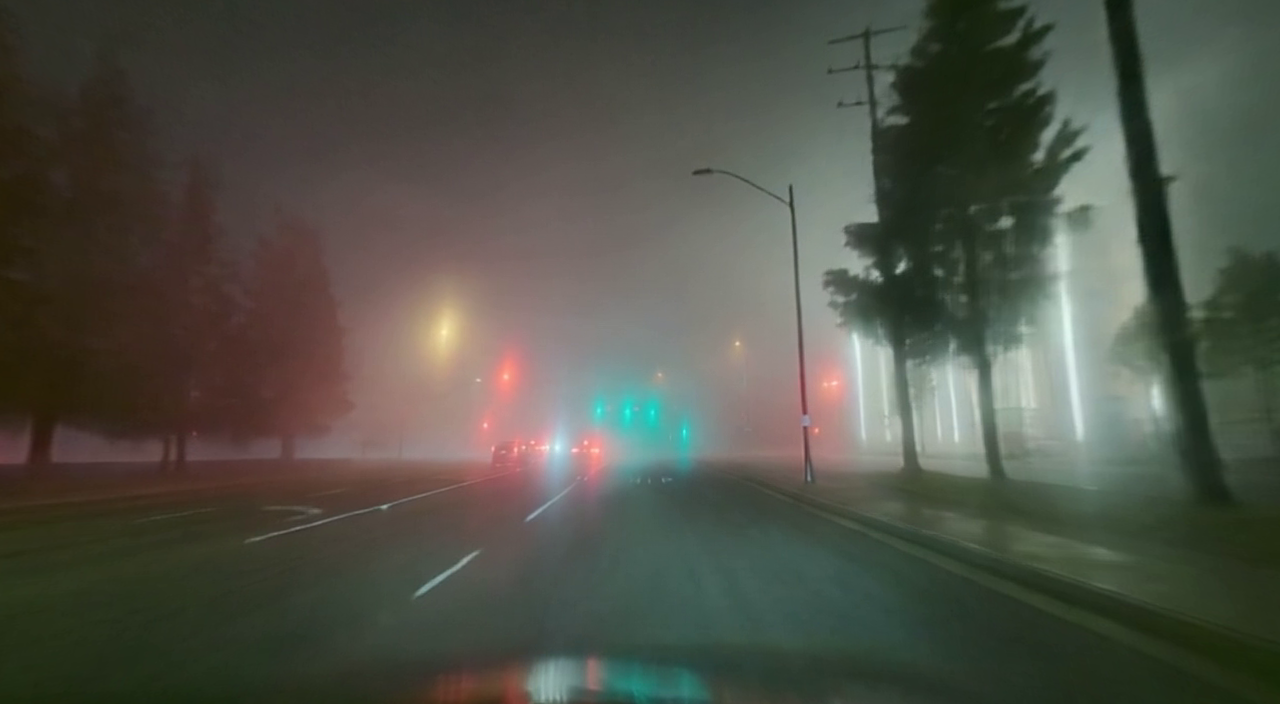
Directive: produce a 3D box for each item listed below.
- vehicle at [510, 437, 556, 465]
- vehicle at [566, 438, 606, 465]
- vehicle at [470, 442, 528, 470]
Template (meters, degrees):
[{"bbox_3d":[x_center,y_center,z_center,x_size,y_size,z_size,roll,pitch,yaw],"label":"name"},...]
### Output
[{"bbox_3d":[-7.224,6.778,43.018,2.152,1.813,4.751,0,-9,2],"label":"vehicle"},{"bbox_3d":[-3.403,6.353,40.164,2.043,1.636,4.320,0,-9,2],"label":"vehicle"},{"bbox_3d":[-7.713,5.732,34.798,2.030,1.440,4.464,0,-9,2],"label":"vehicle"}]
